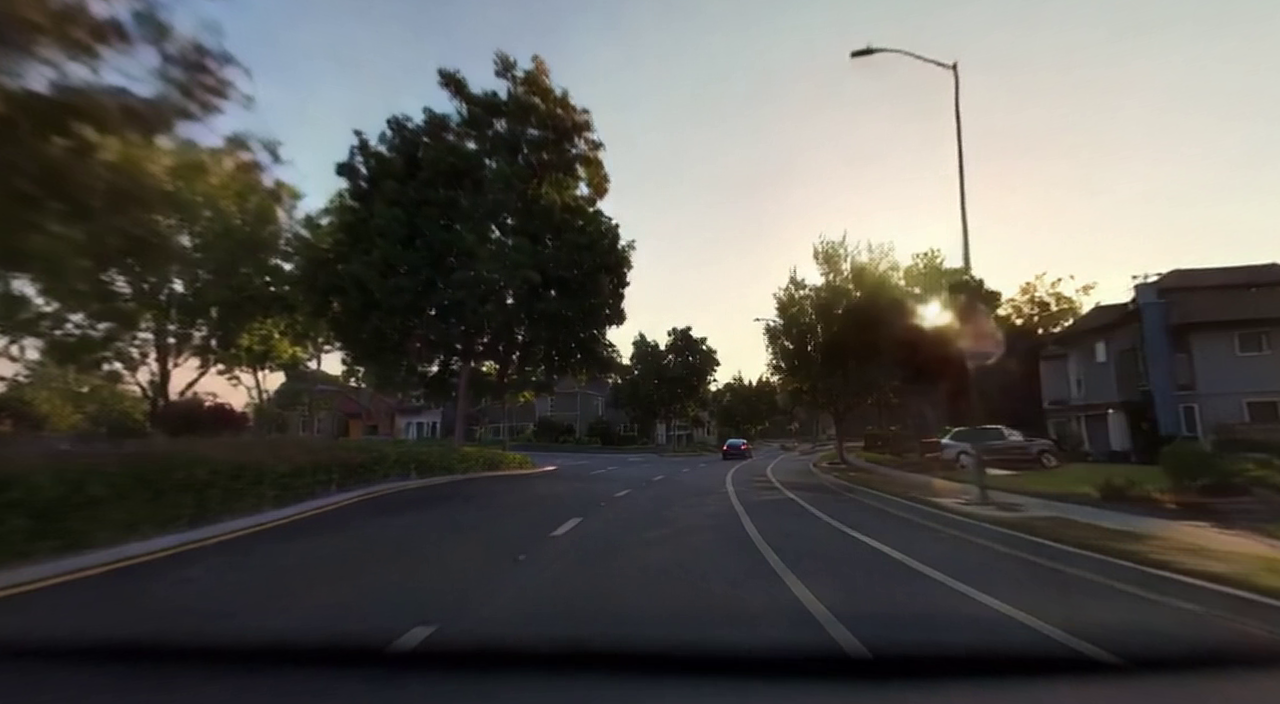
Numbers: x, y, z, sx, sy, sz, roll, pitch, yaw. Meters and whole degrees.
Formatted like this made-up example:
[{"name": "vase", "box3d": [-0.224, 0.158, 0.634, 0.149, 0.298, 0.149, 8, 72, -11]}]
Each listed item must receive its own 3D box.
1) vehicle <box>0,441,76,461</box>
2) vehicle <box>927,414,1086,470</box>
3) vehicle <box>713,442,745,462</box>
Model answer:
[{"name": "vehicle", "box3d": [-47.233, 7.672, 49.019, 4.753, 1.513, 2.102, -1, -8, 4]}, {"name": "vehicle", "box3d": [13.983, 3.484, 24.389, 4.672, 2.044, 2.248, -1, -9, 9]}, {"name": "vehicle", "box3d": [6.818, 7.579, 47.987, 2.050, 1.456, 4.003, -2, -9, 12]}]
